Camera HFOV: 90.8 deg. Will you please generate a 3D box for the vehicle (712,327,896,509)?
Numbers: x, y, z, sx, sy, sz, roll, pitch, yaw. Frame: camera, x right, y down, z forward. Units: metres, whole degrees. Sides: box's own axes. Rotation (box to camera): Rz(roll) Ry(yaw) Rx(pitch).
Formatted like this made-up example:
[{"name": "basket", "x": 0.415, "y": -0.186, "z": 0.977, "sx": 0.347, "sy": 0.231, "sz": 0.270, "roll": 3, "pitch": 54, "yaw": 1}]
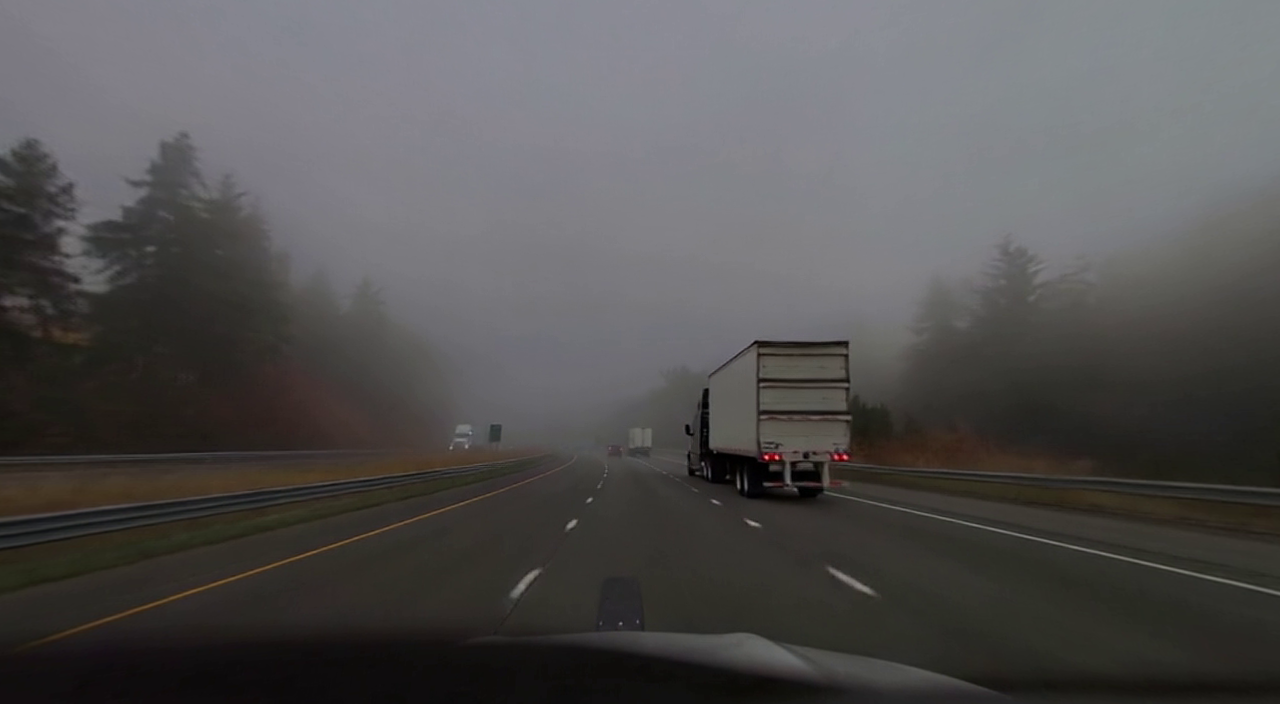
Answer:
[{"name": "vehicle", "x": 4.104, "y": 2.082, "z": 18.247, "sx": 2.826, "sy": 4.035, "sz": 8.369, "roll": 0, "pitch": -9, "yaw": -1}]
